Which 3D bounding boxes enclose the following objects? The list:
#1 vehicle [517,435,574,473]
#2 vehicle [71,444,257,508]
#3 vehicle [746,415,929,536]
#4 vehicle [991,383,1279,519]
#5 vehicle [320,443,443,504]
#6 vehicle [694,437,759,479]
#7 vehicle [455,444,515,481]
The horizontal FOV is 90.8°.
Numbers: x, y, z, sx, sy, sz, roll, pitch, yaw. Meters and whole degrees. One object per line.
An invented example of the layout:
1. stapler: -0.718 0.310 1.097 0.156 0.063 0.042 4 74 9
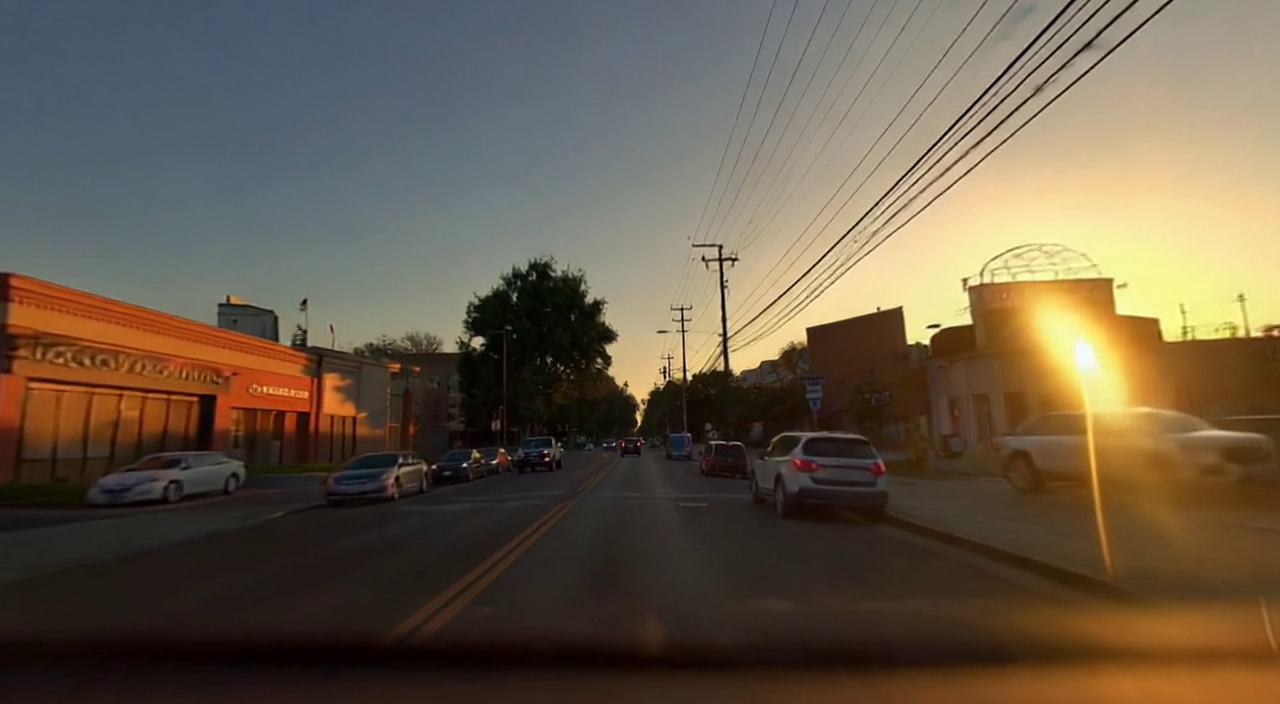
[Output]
1. vehicle: -5.162 5.622 35.063 2.152 1.918 4.217 -3 -8 4
2. vehicle: -14.824 3.837 20.186 1.969 1.741 5.148 0 -9 -1
3. vehicle: 3.469 2.313 12.278 2.025 1.843 4.883 -1 -9 1
4. vehicle: 9.007 1.749 11.628 2.178 1.884 4.825 -3 -8 -1
5. vehicle: -8.431 3.966 21.203 2.113 1.665 5.062 0 -7 -2
6. vehicle: 3.582 4.484 27.011 2.136 1.586 4.919 0 -8 1
7. vehicle: -8.283 5.912 34.190 1.791 1.622 5.056 -3 -7 2
